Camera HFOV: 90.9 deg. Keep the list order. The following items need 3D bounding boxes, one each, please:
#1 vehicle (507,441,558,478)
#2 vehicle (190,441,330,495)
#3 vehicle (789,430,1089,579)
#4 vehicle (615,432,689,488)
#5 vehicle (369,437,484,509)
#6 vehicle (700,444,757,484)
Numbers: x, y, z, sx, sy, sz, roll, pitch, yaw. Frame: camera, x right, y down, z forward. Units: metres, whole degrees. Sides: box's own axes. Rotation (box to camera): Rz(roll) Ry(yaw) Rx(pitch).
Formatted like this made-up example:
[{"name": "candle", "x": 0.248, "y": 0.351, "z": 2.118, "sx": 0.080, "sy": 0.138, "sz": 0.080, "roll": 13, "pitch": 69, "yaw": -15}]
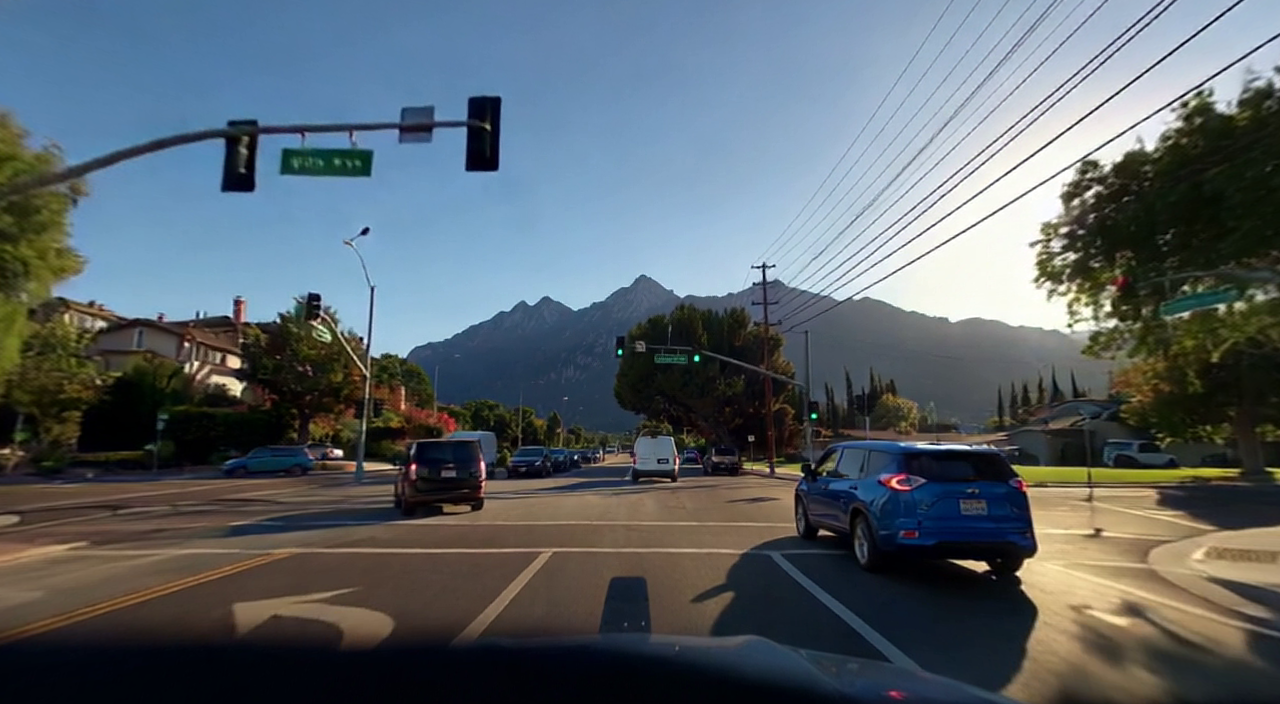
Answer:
[{"name": "vehicle", "x": -5.727, "y": 5.765, "z": 34.098, "sx": 1.983, "sy": 1.801, "sz": 4.391, "roll": 0, "pitch": -8, "yaw": 0}, {"name": "vehicle", "x": -14.313, "y": 4.326, "z": 23.785, "sx": 4.530, "sy": 1.864, "sz": 1.999, "roll": -3, "pitch": -9, "yaw": 20}, {"name": "vehicle", "x": 3.923, "y": 2.065, "z": 9.493, "sx": 2.155, "sy": 1.658, "sz": 4.721, "roll": 0, "pitch": -8, "yaw": 0}, {"name": "vehicle", "x": 0.453, "y": 4.251, "z": 25.158, "sx": 2.636, "sy": 2.011, "sz": 5.130, "roll": 0, "pitch": -8, "yaw": 0}, {"name": "vehicle", "x": -6.157, "y": 3.324, "z": 17.869, "sx": 2.059, "sy": 1.749, "sz": 4.458, "roll": 5, "pitch": -10, "yaw": -31}, {"name": "vehicle", "x": 3.915, "y": 5.023, "z": 28.638, "sx": 1.957, "sy": 1.646, "sz": 4.355, "roll": 0, "pitch": -8, "yaw": 0}]
